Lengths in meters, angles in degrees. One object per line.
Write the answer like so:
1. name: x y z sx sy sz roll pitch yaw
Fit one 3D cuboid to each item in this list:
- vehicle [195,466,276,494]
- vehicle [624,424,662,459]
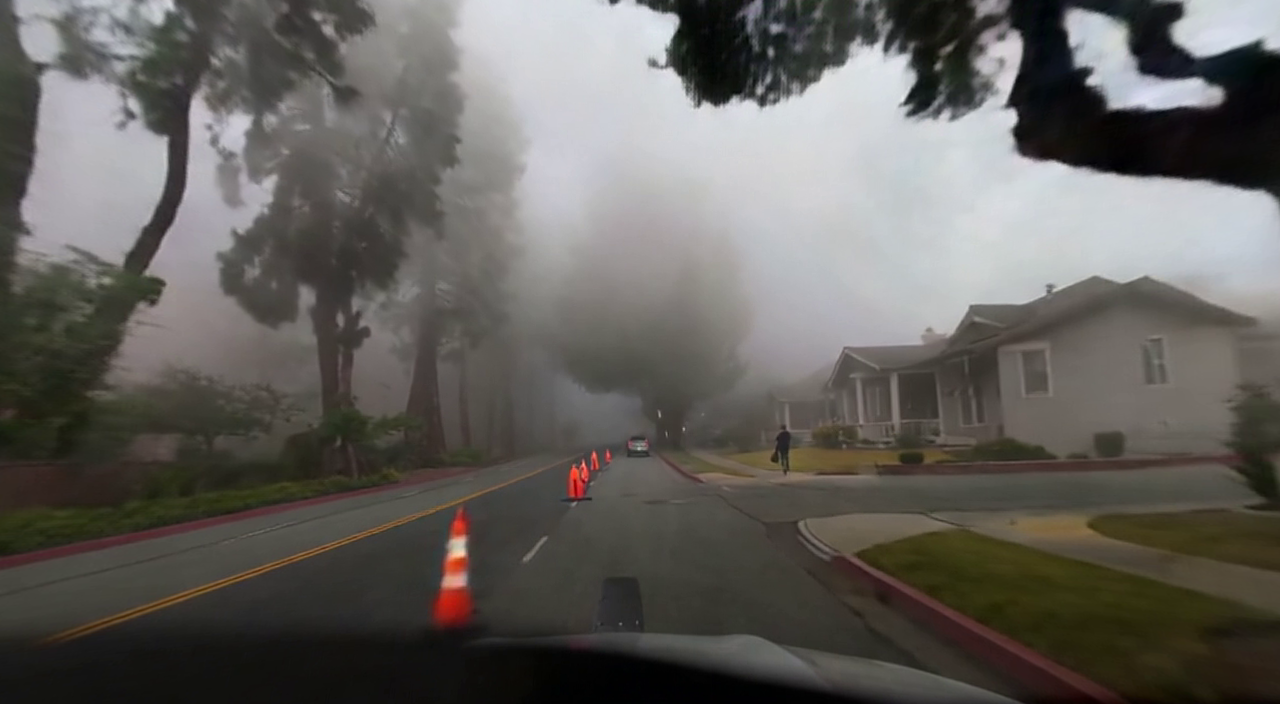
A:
1. vehicle: -25.063 7.887 39.115 4.314 1.583 1.779 -3 -9 18
2. vehicle: 0.116 5.575 39.283 2.169 2.015 5.206 0 -8 -1
